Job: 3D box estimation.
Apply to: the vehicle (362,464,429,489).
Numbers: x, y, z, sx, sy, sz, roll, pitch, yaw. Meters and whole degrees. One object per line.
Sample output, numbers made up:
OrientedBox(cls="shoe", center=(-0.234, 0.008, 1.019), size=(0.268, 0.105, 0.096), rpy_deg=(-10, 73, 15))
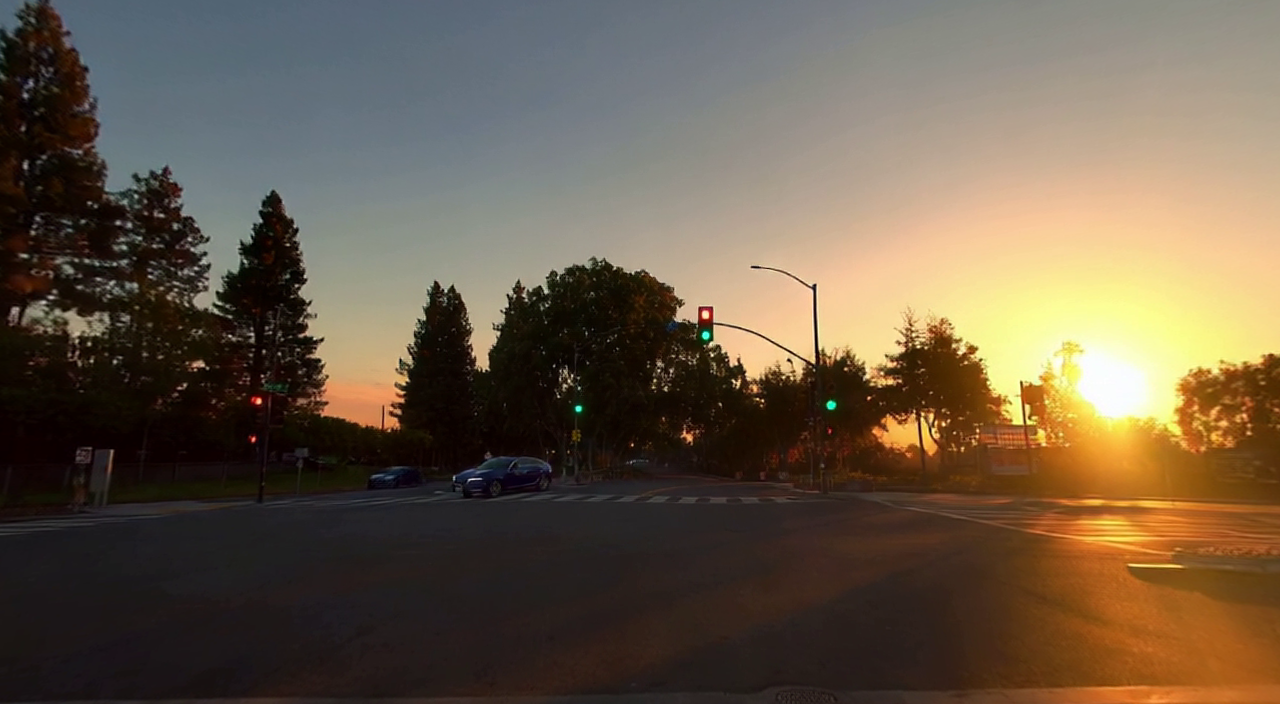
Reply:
OrientedBox(cls="vehicle", center=(-17.230, 8.796, 44.652), size=(2.029, 1.500, 4.491), rpy_deg=(-3, -9, 18))

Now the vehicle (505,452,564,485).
OrientedBox(cls="vehicle", center=(-5.247, 5.872, 32.104), size=(2.107, 1.456, 4.728), rpy_deg=(0, -8, 1))

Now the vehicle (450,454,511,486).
OrientedBox(cls="vehicle", center=(-8.034, 5.978, 32.095), size=(1.960, 1.433, 4.213), rpy_deg=(0, -8, 1))
